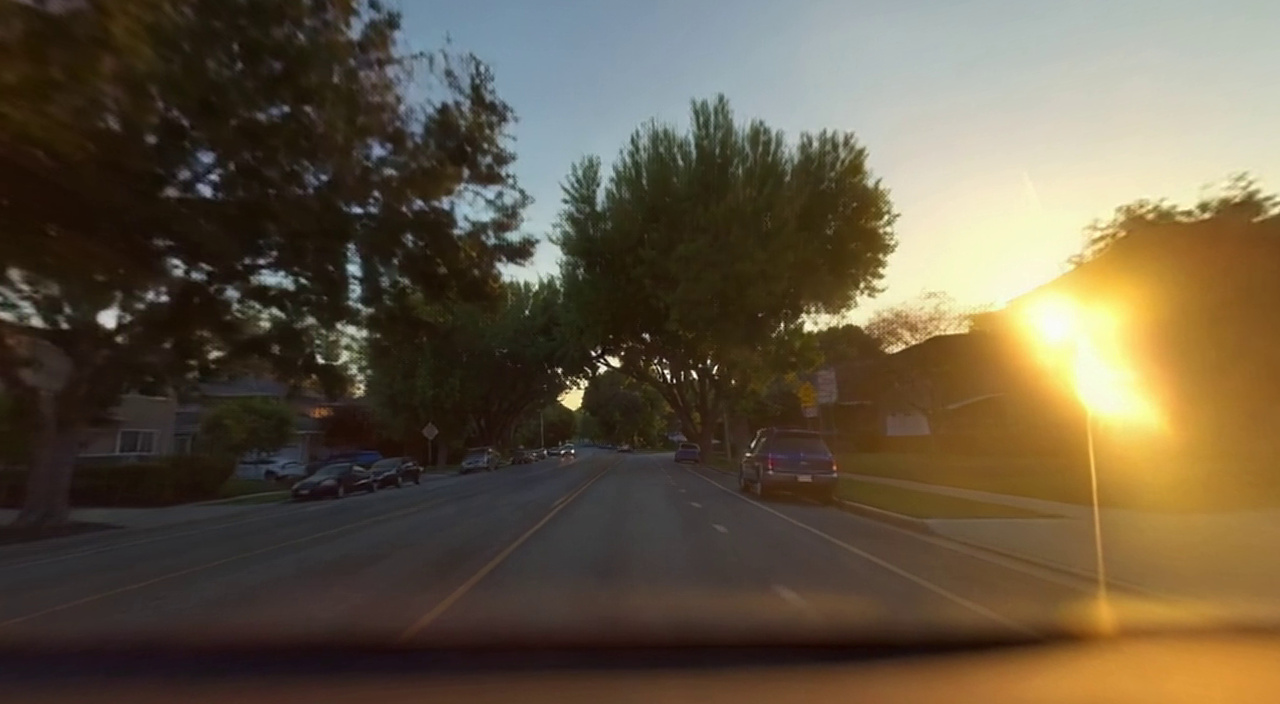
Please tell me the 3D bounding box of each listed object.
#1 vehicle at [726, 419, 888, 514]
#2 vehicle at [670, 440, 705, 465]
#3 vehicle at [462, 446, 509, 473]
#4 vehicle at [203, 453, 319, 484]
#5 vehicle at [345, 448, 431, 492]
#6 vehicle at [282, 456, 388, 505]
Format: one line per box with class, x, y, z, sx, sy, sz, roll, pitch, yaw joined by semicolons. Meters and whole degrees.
vehicle;3.837;2.793;15.981;2.319;1.938;5.961;0;-9;-2
vehicle;3.585;7.726;48.822;2.176;1.793;5.534;0;-9;-1
vehicle;-11.190;7.791;46.064;2.293;1.836;4.586;0;-8;-1
vehicle;-19.387;5.956;32.480;4.569;1.498;2.072;0;-9;0
vehicle;-11.108;5.188;28.267;1.981;1.790;4.682;0;-9;-2
vehicle;-11.090;4.657;23.380;1.815;1.532;4.517;0;-9;-2
